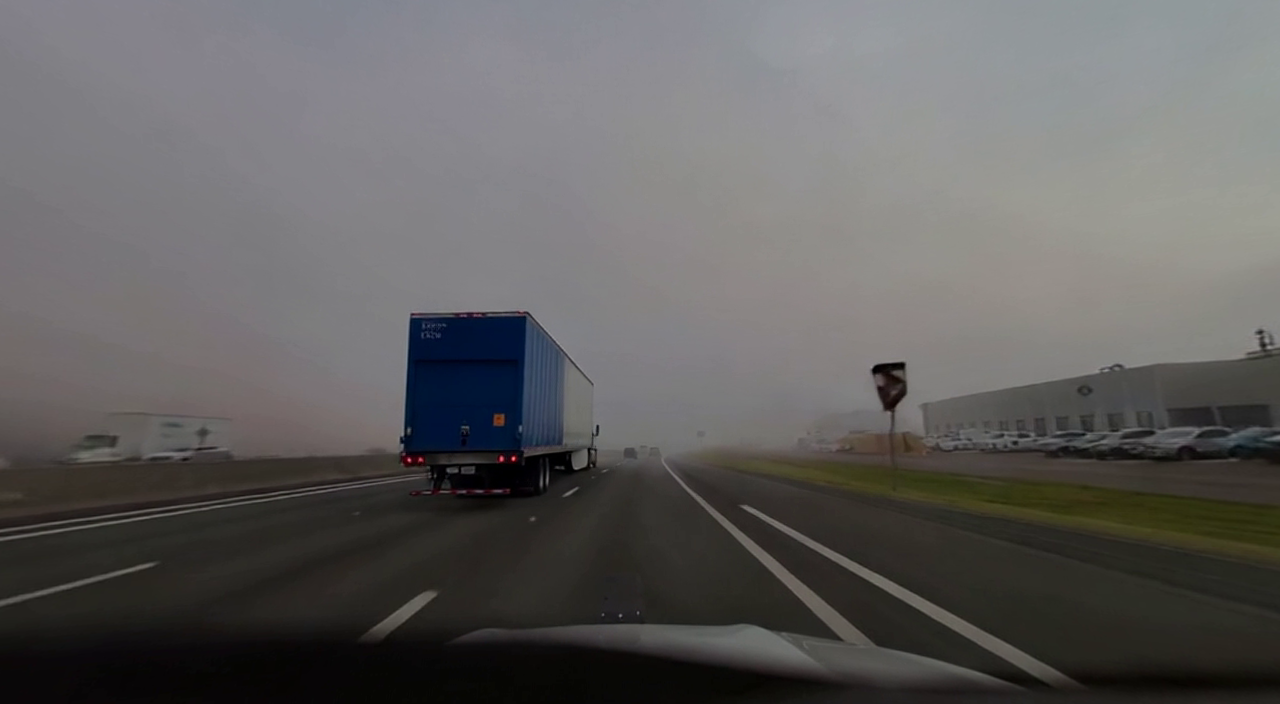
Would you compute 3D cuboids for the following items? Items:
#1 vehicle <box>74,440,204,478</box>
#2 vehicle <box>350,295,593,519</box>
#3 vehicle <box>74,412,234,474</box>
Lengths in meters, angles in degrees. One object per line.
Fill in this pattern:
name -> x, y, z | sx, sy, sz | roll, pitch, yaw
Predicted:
vehicle -> -27.871, 5.948, 35.497 | 2.226, 1.913, 6.054 | 0, -9, 1
vehicle -> -3.669, 2.172, 19.765 | 2.939, 4.132, 16.303 | 0, -8, 1
vehicle -> -31.755, 6.057, 42.027 | 2.917, 3.651, 9.445 | 0, -9, 1
